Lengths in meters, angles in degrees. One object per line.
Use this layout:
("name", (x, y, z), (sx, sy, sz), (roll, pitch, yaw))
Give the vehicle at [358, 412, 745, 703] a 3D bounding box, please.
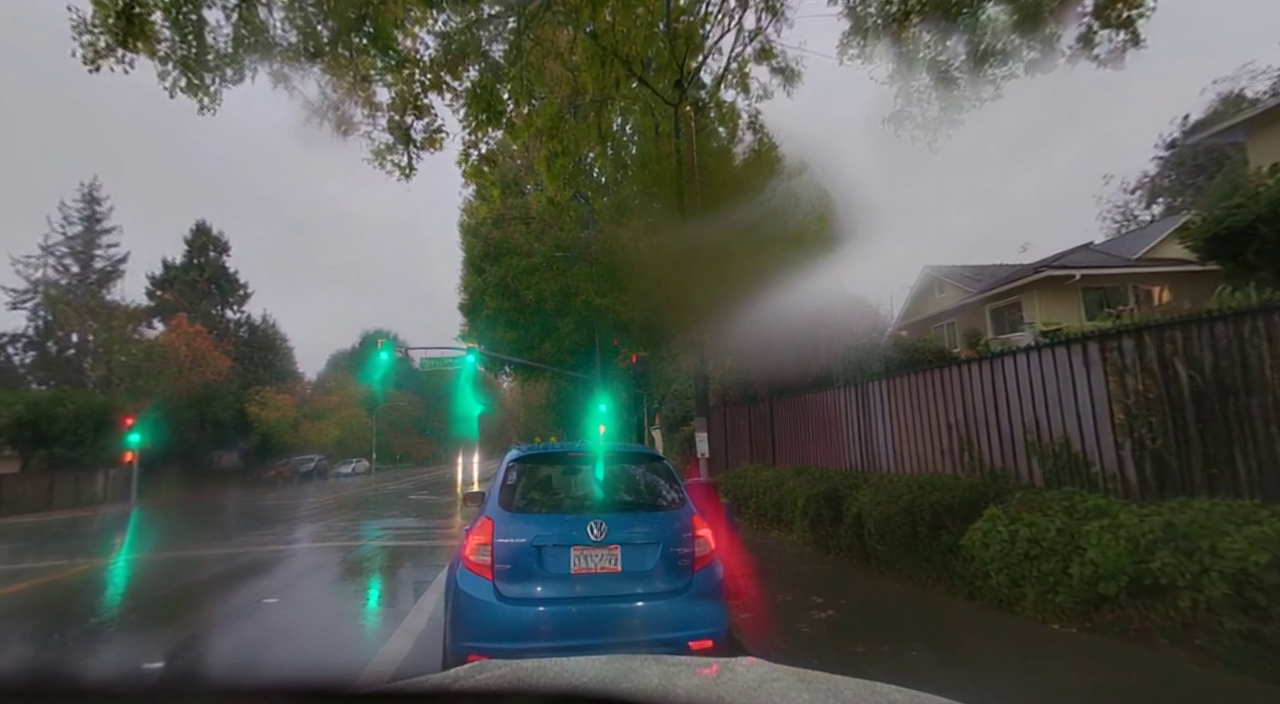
("vehicle", (-0.721, 1.358, 5.247), (2.024, 1.502, 3.702), (1, -9, -9))
